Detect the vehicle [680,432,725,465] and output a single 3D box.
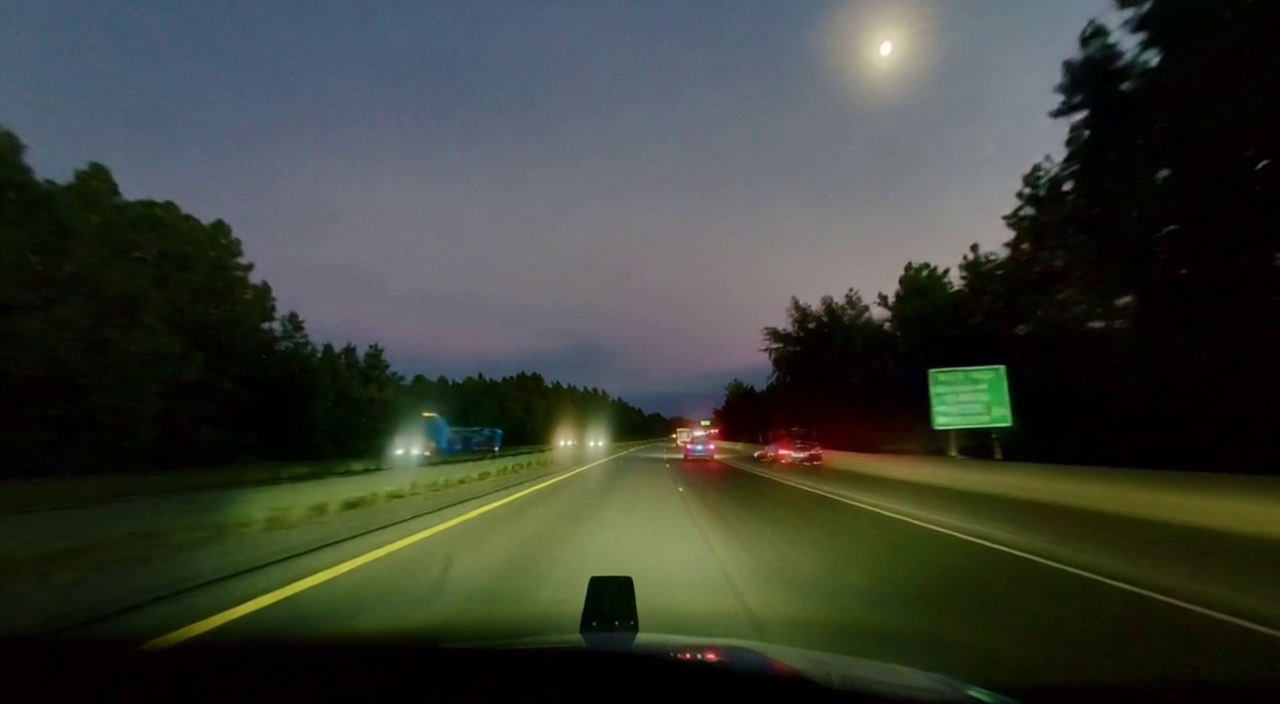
[{"bbox_3d":[3.325,5.270,34.396,2.022,1.663,4.245,0,-8,0],"label":"vehicle"}]
